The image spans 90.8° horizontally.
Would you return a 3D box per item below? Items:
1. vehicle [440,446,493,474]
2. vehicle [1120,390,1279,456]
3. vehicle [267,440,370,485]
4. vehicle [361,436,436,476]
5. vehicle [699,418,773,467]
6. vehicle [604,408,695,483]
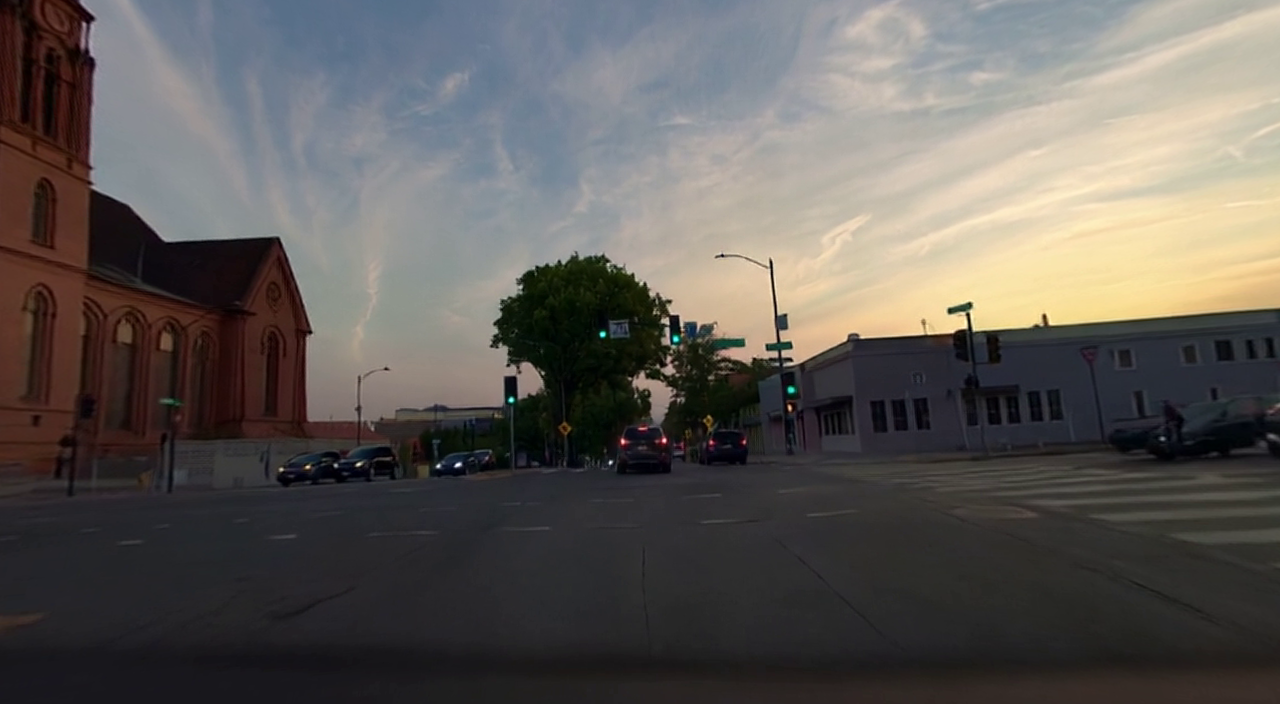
[{"bbox_3d":[-11.398,7.117,41.865,2.170,1.746,4.565,0,-9,0],"label":"vehicle"},{"bbox_3d":[15.845,1.830,16.751,4.488,1.475,2.083,-3,-7,-1],"label":"vehicle"},{"bbox_3d":[-14.954,5.203,29.828,1.969,1.896,5.404,1,-10,0],"label":"vehicle"},{"bbox_3d":[-11.903,5.215,31.526,2.069,1.790,4.358,-1,-10,-1],"label":"vehicle"},{"bbox_3d":[3.673,3.619,25.098,2.080,1.735,4.650,0,-9,-1],"label":"vehicle"},{"bbox_3d":[0.174,2.501,17.295,2.168,1.776,4.135,0,-7,-1],"label":"vehicle"}]
